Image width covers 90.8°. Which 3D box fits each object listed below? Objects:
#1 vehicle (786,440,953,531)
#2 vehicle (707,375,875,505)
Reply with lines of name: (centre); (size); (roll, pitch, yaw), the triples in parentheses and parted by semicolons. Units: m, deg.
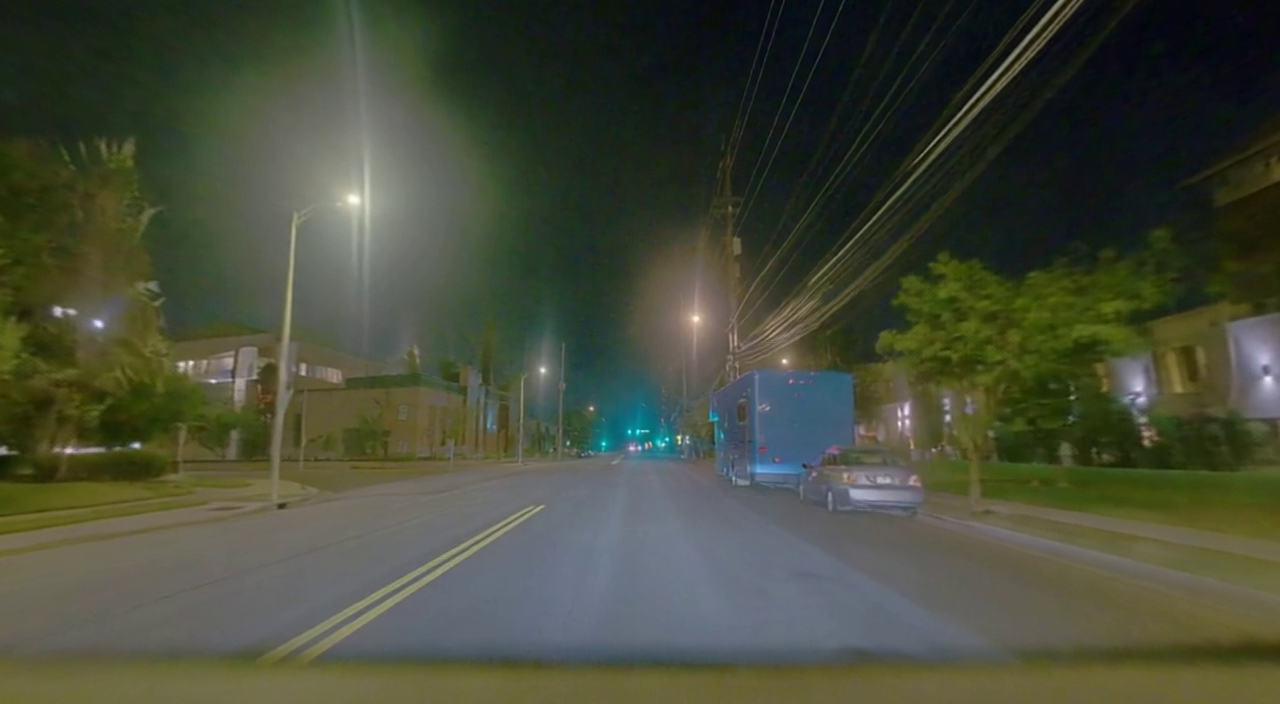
vehicle: (4.416, 2.594, 12.839); (1.852, 1.497, 3.672); (-2, -8, -2)
vehicle: (4.259, 2.864, 20.336); (3.110, 3.241, 8.788); (0, -9, -1)
